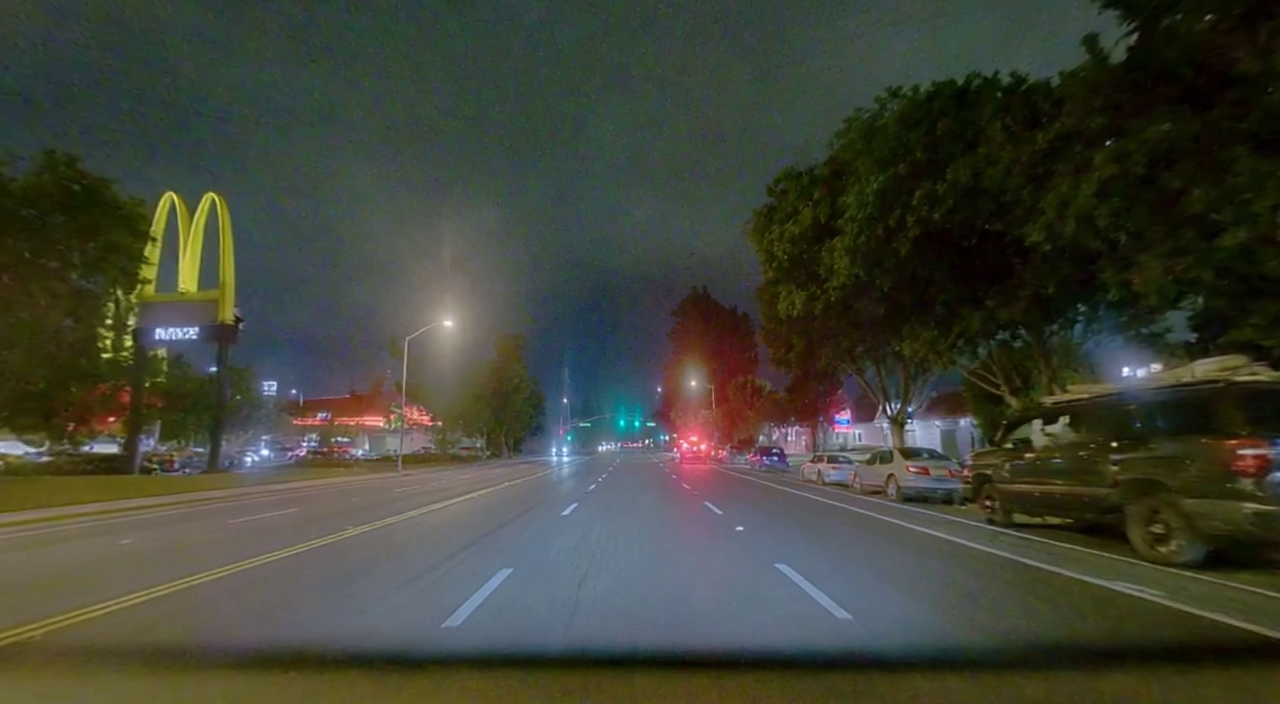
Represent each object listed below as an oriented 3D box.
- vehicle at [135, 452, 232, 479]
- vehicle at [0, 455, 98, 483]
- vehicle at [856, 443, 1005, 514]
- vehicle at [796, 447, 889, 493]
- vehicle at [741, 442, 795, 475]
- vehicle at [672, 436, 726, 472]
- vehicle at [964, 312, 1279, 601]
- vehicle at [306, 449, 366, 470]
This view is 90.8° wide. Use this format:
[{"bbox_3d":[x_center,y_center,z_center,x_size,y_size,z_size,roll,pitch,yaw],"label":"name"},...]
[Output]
[{"bbox_3d":[-29.656,7.376,41.254,4.702,1.535,2.292,4,-9,-26],"label":"vehicle"},{"bbox_3d":[-35.847,7.017,38.032,4.476,1.501,1.927,5,-10,-30],"label":"vehicle"},{"bbox_3d":[7.178,3.130,16.161,1.812,1.548,4.021,0,-8,-1],"label":"vehicle"},{"bbox_3d":[7.198,4.209,22.966,1.852,1.448,4.446,0,-8,-1],"label":"vehicle"},{"bbox_3d":[7.096,5.904,35.444,1.994,1.691,4.472,0,-8,-2],"label":"vehicle"},{"bbox_3d":[3.098,5.496,34.320,2.293,1.814,4.589,0,-8,-2],"label":"vehicle"},{"bbox_3d":[7.228,1.375,8.661,2.376,2.706,5.809,0,-8,-1],"label":"vehicle"},{"bbox_3d":[-23.882,8.466,49.782,1.768,1.429,4.423,-2,-8,13],"label":"vehicle"}]
